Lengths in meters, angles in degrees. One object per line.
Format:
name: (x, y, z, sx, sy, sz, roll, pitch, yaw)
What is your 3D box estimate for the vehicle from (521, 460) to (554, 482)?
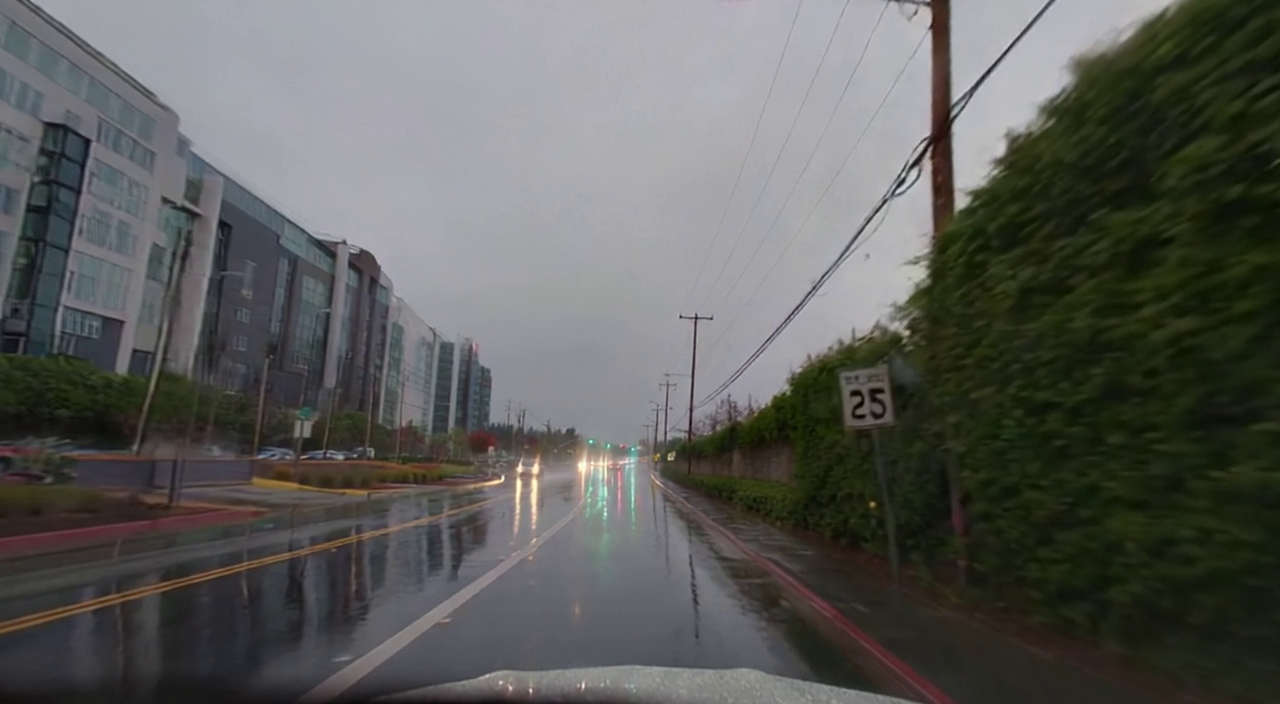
vehicle: (-7.685, 9.013, 47.555, 1.922, 1.540, 3.771, 1, -10, -1)

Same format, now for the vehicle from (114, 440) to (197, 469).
vehicle: (-28.817, 6.134, 37.396, 3.973, 1.647, 1.896, -3, -11, 19)

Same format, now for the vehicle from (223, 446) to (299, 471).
vehicle: (-26.569, 7.479, 44.028, 4.630, 1.710, 2.035, -4, -11, 23)
